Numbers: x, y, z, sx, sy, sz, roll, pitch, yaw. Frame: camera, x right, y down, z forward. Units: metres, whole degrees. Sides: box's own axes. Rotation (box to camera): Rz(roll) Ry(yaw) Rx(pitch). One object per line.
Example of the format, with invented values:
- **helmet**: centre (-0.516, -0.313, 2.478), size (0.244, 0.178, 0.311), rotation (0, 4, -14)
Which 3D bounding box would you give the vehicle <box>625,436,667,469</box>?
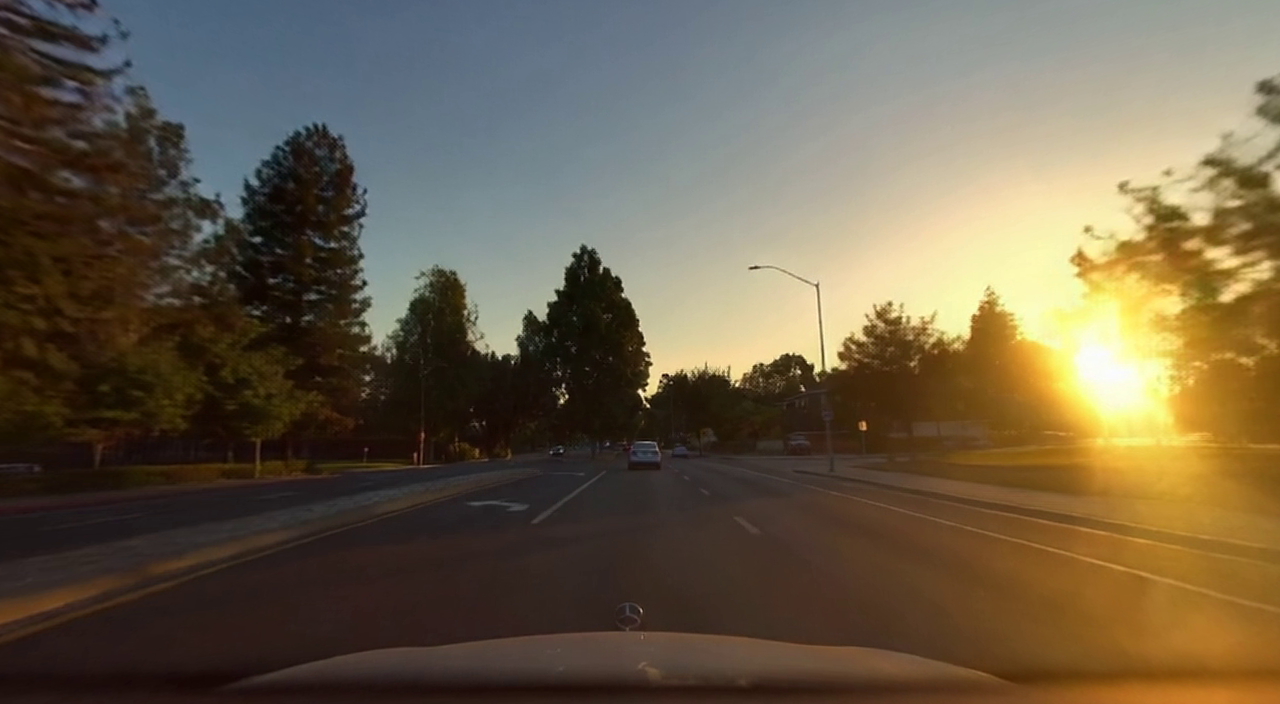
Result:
- **vehicle**: centre (0.274, 5.786, 36.320), size (2.165, 1.783, 4.391), rotation (0, -9, -3)
